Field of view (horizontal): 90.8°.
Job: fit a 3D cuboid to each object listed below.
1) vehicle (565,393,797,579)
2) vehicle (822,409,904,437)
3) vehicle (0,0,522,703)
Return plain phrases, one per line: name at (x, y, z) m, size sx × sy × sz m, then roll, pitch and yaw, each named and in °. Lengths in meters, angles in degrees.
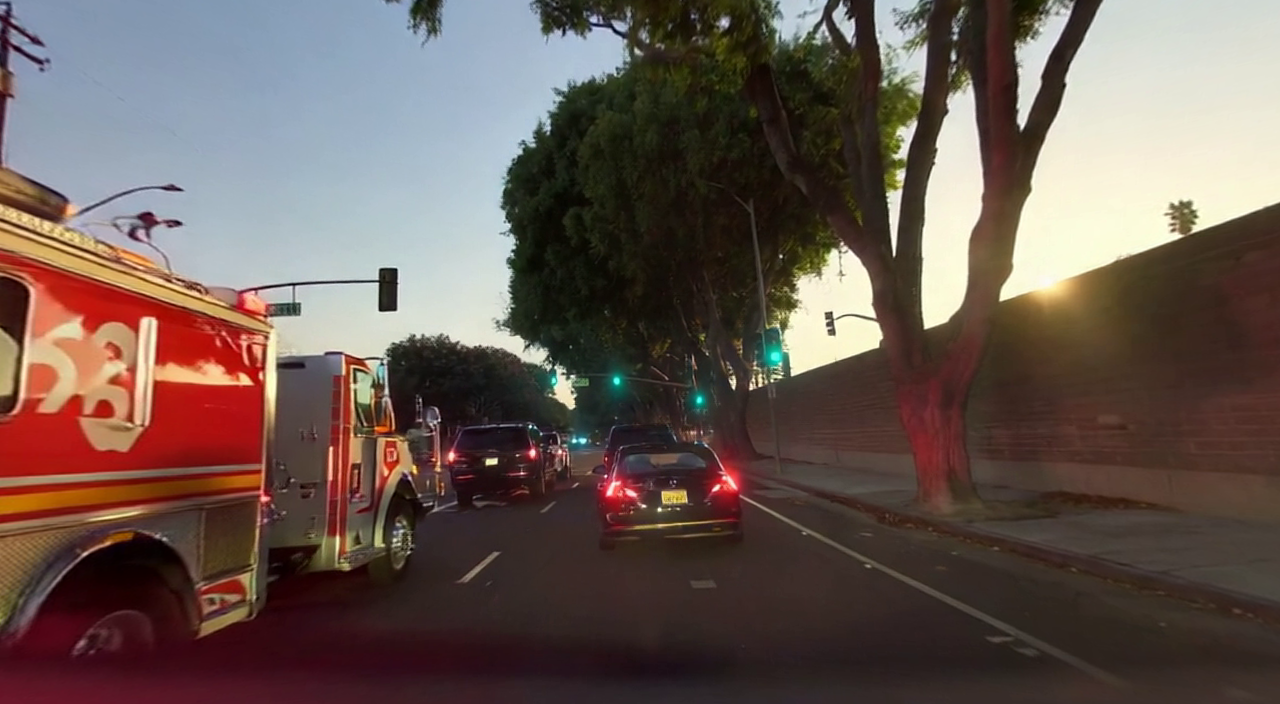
vehicle at (0.233, 1.695, 8.866) m, size 2.332 × 1.831 × 4.930 m, roll 0°, pitch -8°, yaw -4°
vehicle at (14.404, 4.604, 40.914) m, size 4.528 × 1.704 × 2.073 m, roll 2°, pitch -9°, yaw -12°
vehicle at (-3.468, 0.594, 5.742) m, size 3.504 × 3.426 × 7.085 m, roll 1°, pitch -7°, yaw -1°
